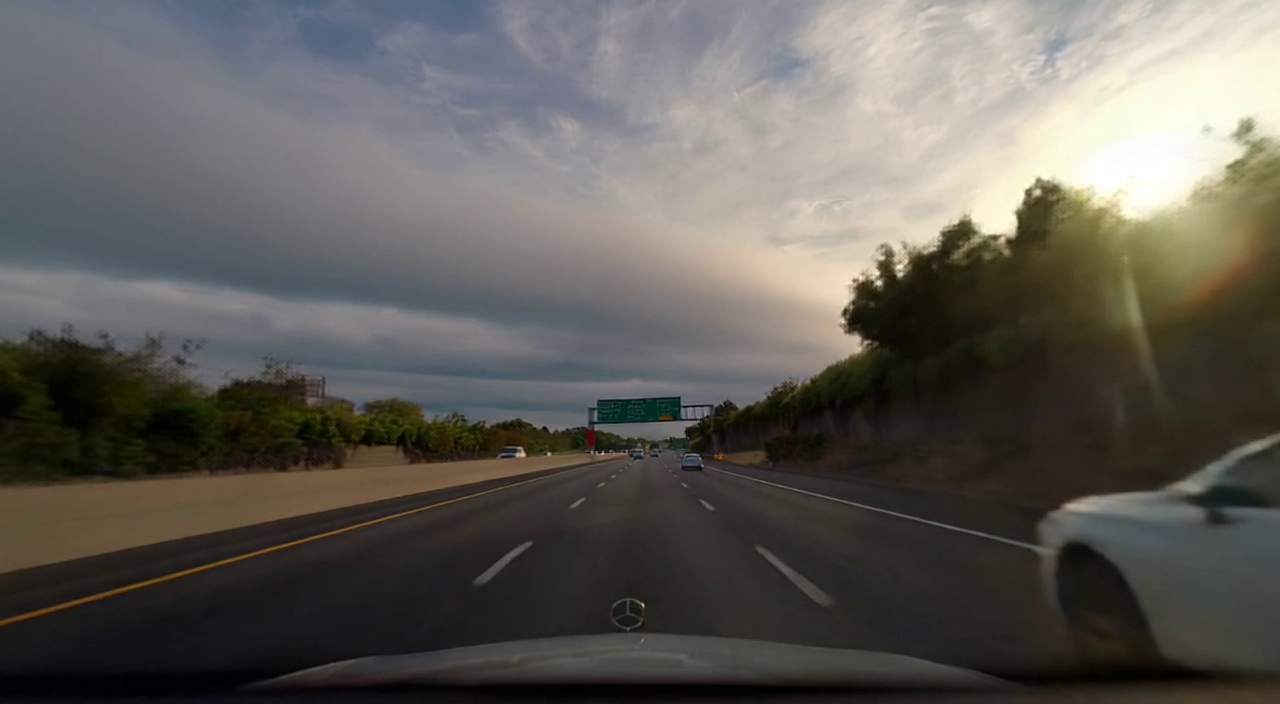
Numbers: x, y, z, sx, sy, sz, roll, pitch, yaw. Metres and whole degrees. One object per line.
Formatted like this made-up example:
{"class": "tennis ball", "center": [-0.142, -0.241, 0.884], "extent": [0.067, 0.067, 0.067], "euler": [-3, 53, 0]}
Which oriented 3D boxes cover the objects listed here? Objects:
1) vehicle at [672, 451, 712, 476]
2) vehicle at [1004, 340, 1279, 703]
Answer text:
{"class": "vehicle", "center": [3.095, 6.750, 38.335], "extent": [2.065, 1.400, 4.028], "euler": [0, -9, 0]}
{"class": "vehicle", "center": [3.436, 0.667, 1.564], "extent": [1.980, 1.674, 5.118], "euler": [0, -9, 0]}
